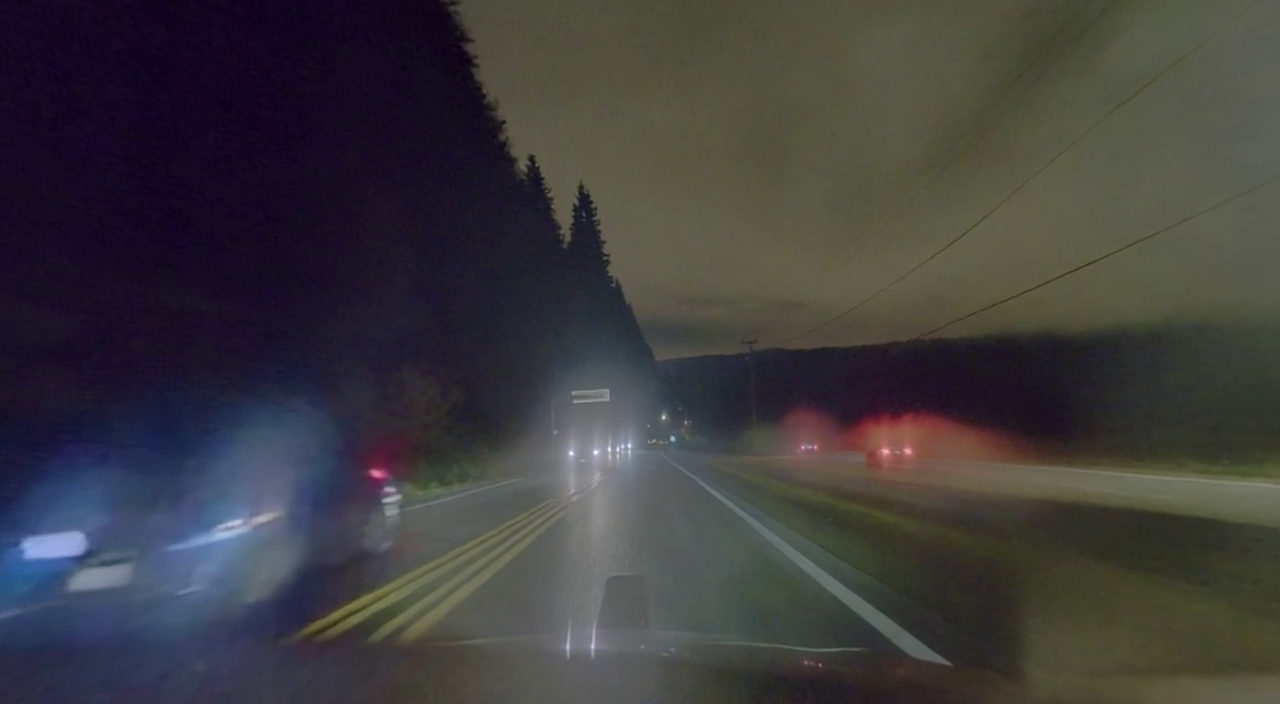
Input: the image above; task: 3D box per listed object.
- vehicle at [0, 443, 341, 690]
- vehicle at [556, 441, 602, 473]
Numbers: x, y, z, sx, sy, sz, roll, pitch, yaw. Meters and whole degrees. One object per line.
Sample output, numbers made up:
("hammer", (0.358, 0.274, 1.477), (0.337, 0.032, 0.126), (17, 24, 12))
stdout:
("vehicle", (-4.624, 1.588, 5.757), (1.816, 1.473, 3.689), (-1, -9, 3))
("vehicle", (-3.446, 6.068, 36.717), (2.007, 1.726, 5.097), (0, -9, 2))
